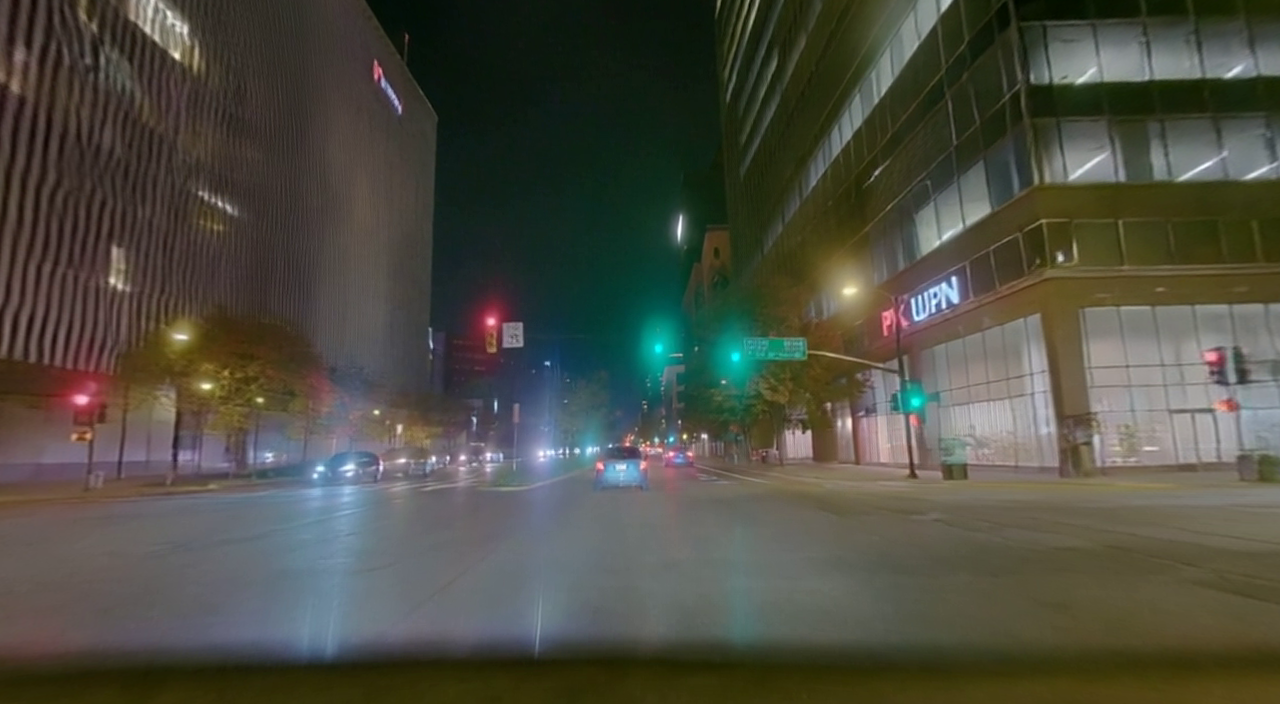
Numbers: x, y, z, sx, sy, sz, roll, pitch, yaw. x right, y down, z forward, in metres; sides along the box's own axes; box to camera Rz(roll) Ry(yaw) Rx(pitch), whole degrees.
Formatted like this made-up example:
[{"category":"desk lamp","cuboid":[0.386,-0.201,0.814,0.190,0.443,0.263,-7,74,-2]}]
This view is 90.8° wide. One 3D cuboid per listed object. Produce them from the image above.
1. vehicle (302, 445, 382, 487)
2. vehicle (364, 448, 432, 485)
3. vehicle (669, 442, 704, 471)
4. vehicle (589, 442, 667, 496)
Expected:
[{"category":"vehicle","cuboid":[-15.928,6.072,34.102,2.119,1.815,4.795,-3,-7,-1]},{"category":"vehicle","cuboid":[-12.560,5.922,33.047,2.000,1.507,4.286,-3,-7,-2]},{"category":"vehicle","cuboid":[3.198,7.209,43.819,2.078,1.799,4.089,1,-8,-1]},{"category":"vehicle","cuboid":[-0.368,3.522,19.493,2.144,1.398,3.963,1,-8,-1]}]
